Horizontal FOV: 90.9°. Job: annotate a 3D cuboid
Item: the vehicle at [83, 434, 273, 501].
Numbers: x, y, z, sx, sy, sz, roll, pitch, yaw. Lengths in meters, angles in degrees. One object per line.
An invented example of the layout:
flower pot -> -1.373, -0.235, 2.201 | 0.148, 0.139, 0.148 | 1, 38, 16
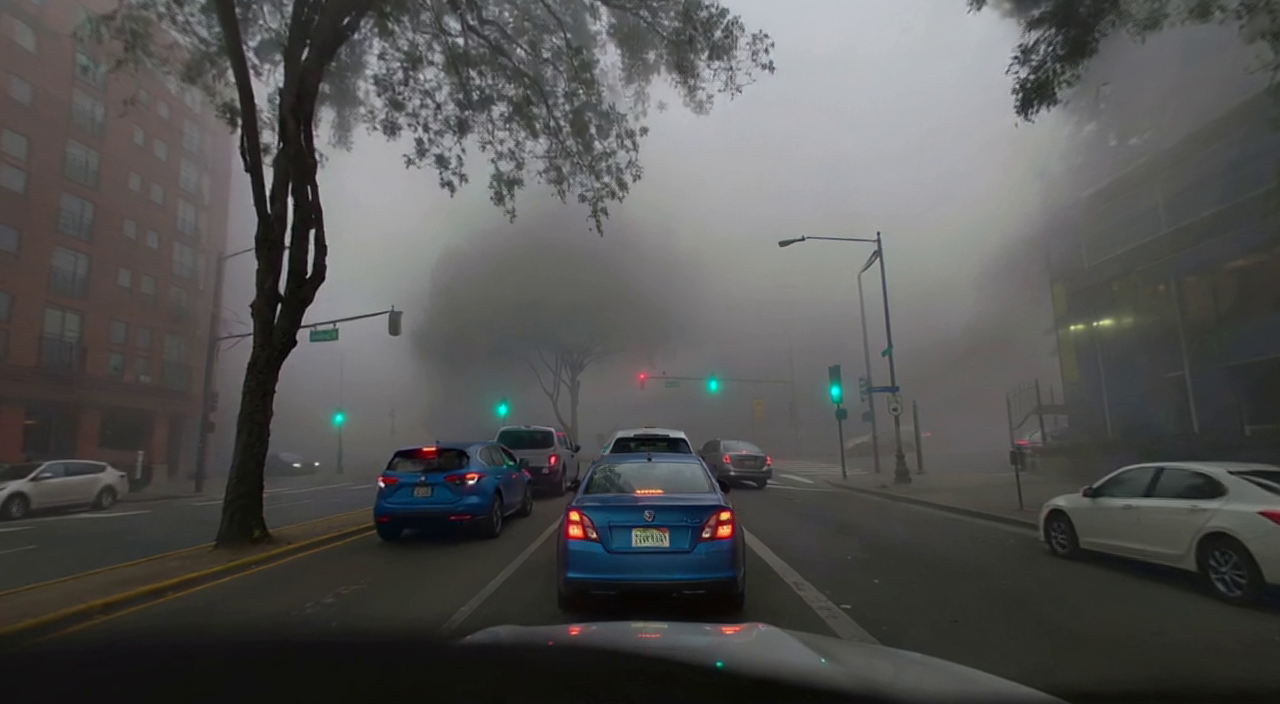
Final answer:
vehicle -> -16.153, 4.058, 22.662 | 2.195, 2.053, 5.980 | 0, -9, 1

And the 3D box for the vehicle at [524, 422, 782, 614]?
vehicle -> 0.093, 1.580, 6.806 | 2.022, 1.481, 3.564 | 0, -9, 0

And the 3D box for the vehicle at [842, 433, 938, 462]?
vehicle -> 16.398, 6.271, 41.501 | 5.345, 1.811, 2.175 | 0, -9, -1

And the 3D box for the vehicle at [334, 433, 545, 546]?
vehicle -> -3.009, 2.162, 10.567 | 2.131, 1.486, 4.089 | 0, -9, 1

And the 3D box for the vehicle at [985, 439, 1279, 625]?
vehicle -> 5.985, 1.702, 6.864 | 1.873, 1.453, 4.579 | 0, -9, 0

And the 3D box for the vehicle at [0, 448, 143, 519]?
vehicle -> -16.230, 3.445, 17.006 | 1.914, 1.690, 4.461 | 0, -9, 1
